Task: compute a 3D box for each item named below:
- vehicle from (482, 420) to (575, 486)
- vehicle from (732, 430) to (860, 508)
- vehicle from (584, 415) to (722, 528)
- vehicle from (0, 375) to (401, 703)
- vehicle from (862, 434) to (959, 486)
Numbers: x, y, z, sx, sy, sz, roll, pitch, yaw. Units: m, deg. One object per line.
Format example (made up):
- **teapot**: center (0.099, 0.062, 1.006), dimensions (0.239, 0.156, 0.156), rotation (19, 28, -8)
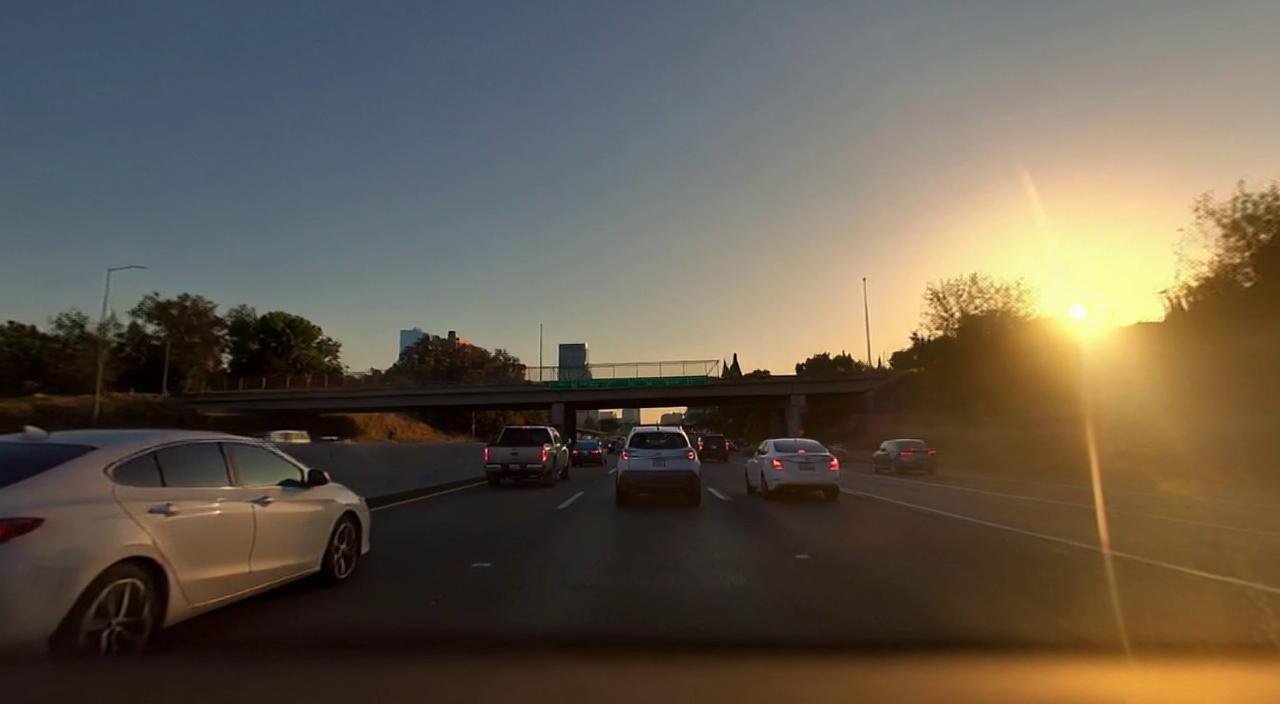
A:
- **vehicle**: center (-3.924, 3.721, 23.444), dimensions (2.212, 2.101, 6.052), rotation (0, -9, 1)
- **vehicle**: center (3.654, 2.844, 15.757), dimensions (2.022, 1.633, 4.651), rotation (0, -9, 0)
- **vehicle**: center (0.233, 2.207, 12.142), dimensions (2.181, 1.756, 4.167), rotation (0, -9, 1)
- **vehicle**: center (-3.636, 1.149, 4.348), dimensions (2.014, 1.579, 4.761), rotation (0, -9, 1)
- **vehicle**: center (10.250, 4.102, 24.237), dimensions (1.977, 1.795, 4.208), rotation (0, -9, 3)
